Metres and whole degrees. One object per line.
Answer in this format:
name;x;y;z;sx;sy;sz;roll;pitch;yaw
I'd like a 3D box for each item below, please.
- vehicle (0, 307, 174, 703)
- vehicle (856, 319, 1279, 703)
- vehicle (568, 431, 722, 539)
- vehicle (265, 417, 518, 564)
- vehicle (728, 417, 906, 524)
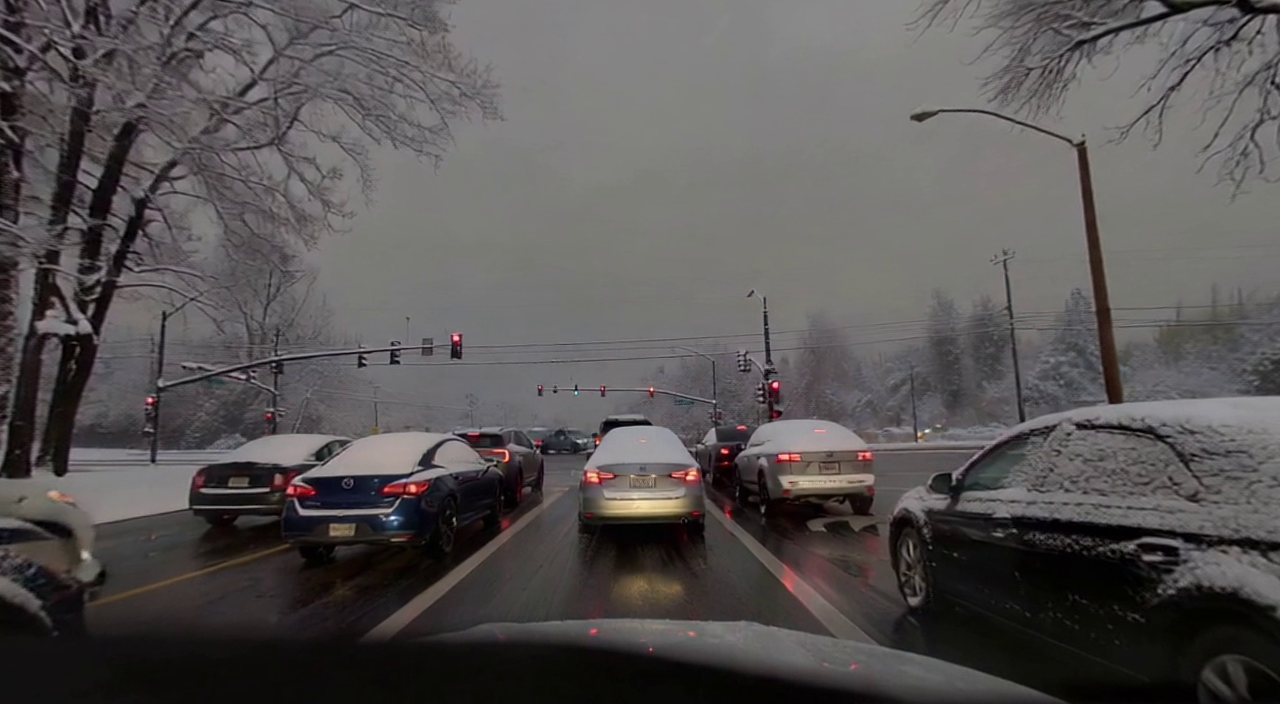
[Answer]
vehicle;-3.208;0.494;0.603;2.079;1.756;4.676;0;-8;-3
vehicle;3.148;0.979;3.737;2.074;1.685;4.387;0;-8;-1
vehicle;0.003;2.070;10.422;2.076;1.438;3.770;0;-8;-2
vehicle;-3.056;1.786;8.912;1.896;1.546;4.378;0;-8;-2
vehicle;3.076;2.168;12.018;2.106;1.667;4.101;0;-8;-1
